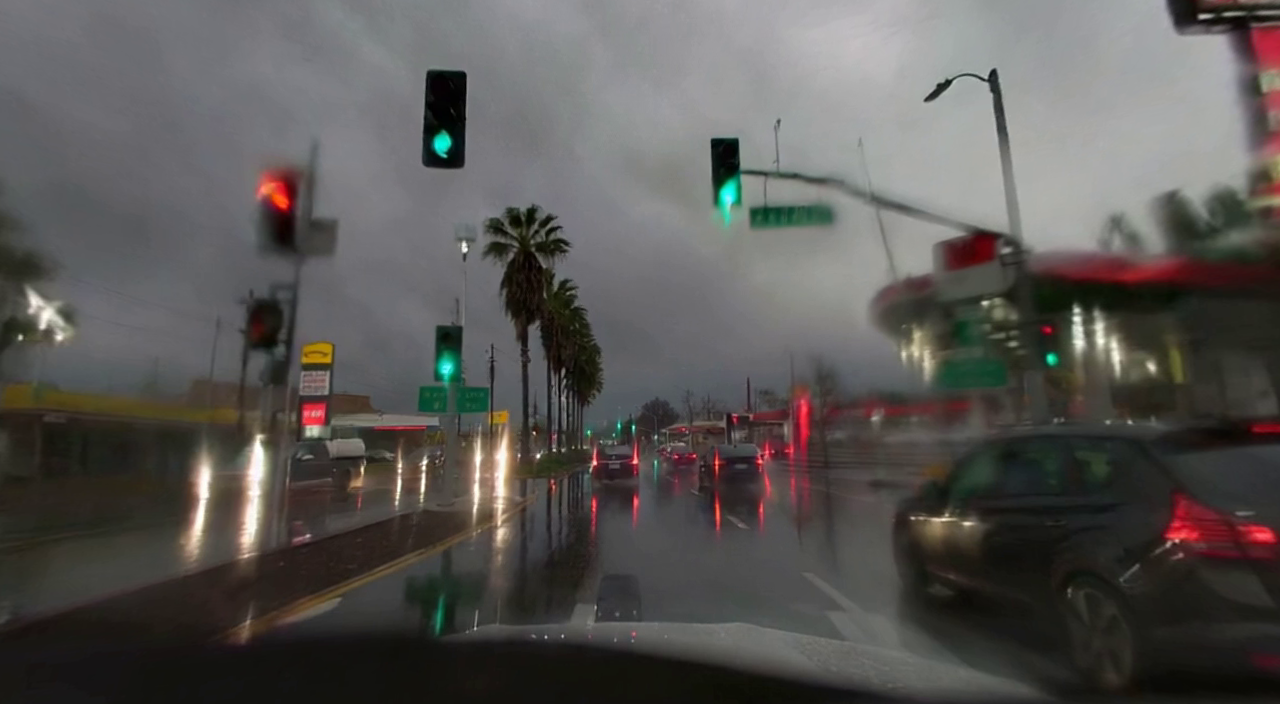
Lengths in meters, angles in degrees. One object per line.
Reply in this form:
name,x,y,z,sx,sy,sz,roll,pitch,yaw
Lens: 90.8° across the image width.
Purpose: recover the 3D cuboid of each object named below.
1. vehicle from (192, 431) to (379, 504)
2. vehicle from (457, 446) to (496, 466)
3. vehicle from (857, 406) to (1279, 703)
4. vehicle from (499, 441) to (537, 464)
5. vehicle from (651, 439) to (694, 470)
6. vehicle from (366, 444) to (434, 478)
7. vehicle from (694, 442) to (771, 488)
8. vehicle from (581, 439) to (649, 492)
vehicle,-10.384,3.431,19.252,2.252,1.871,5.727,0,-9,2
vehicle,-12.881,8.178,49.987,1.908,1.506,4.397,0,-9,0
vehicle,3.364,1.263,4.560,1.987,1.474,4.198,0,-9,-2
vehicle,-9.471,7.821,49.397,1.980,1.719,4.963,0,-9,1
vehicle,1.979,6.510,40.423,2.299,1.803,5.434,0,-9,-2
vehicle,-12.997,5.910,34.540,2.006,1.737,4.537,0,-9,-1
vehicle,3.139,3.928,22.356,1.889,1.448,4.262,0,-9,-3
vehicle,-0.834,3.702,20.916,2.021,1.550,4.090,0,-9,-2
